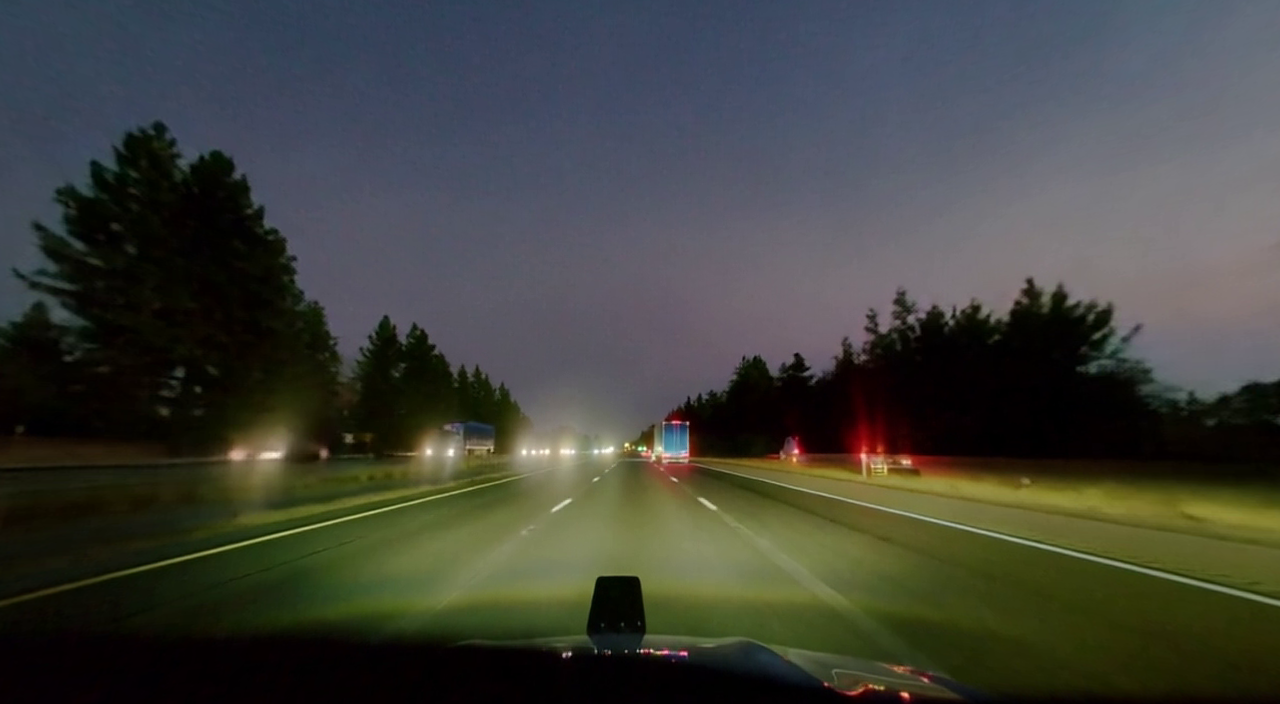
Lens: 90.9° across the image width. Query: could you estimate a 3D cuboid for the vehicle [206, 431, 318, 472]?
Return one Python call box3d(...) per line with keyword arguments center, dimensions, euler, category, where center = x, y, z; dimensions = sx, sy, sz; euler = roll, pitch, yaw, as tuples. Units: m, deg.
box3d(center=(-15.366, 4.094, 25.937), dimensions=(1.893, 1.506, 4.359), euler=(0, -9, -1), category="vehicle")
